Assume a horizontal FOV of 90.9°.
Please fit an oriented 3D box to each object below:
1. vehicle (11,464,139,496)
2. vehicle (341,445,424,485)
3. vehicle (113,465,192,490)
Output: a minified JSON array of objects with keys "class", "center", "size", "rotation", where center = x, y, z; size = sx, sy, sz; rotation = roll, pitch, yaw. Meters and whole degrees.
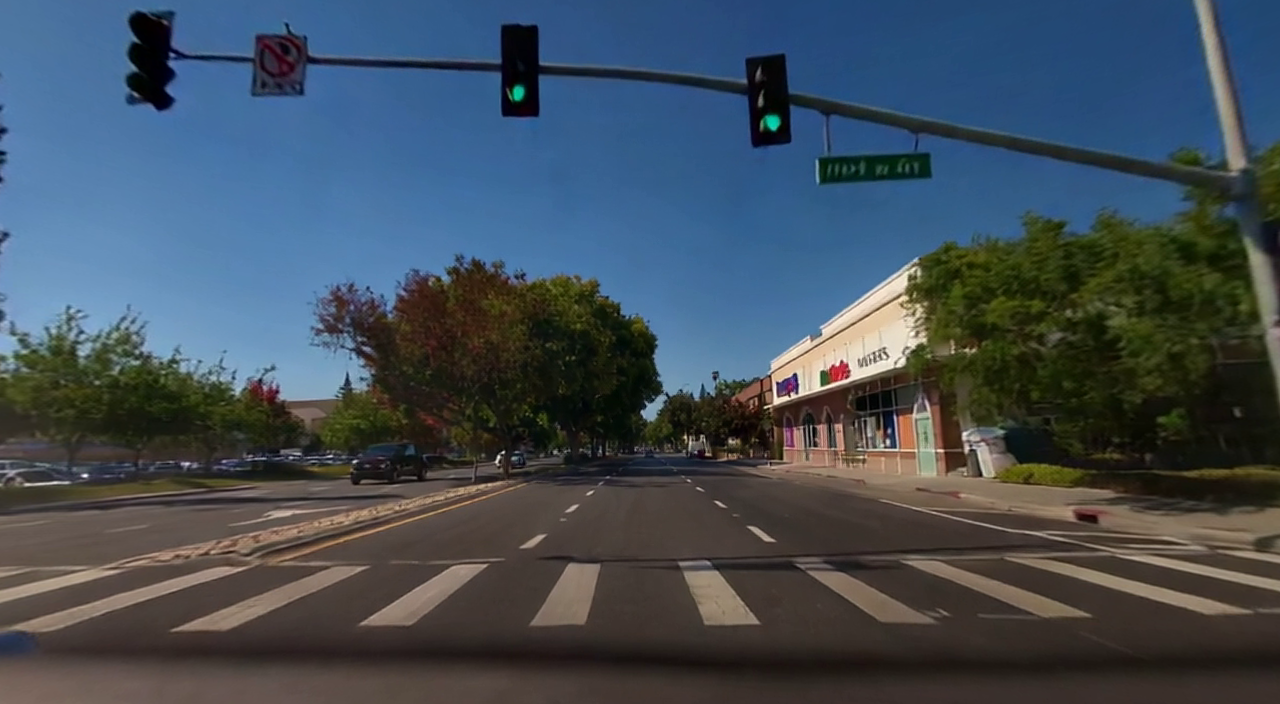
[{"class":"vehicle","center":[-30.928,7.022,34.725],"size":[4.731,1.486,2.187],"rotation":[4,-9,-27]},{"class":"vehicle","center":[-14.627,6.399,36.244],"size":[2.315,1.998,5.808],"rotation":[-3,-8,1]},{"class":"vehicle","center":[-31.562,8.143,40.895],"size":[3.590,1.441,1.605],"rotation":[2,-9,-15]}]
